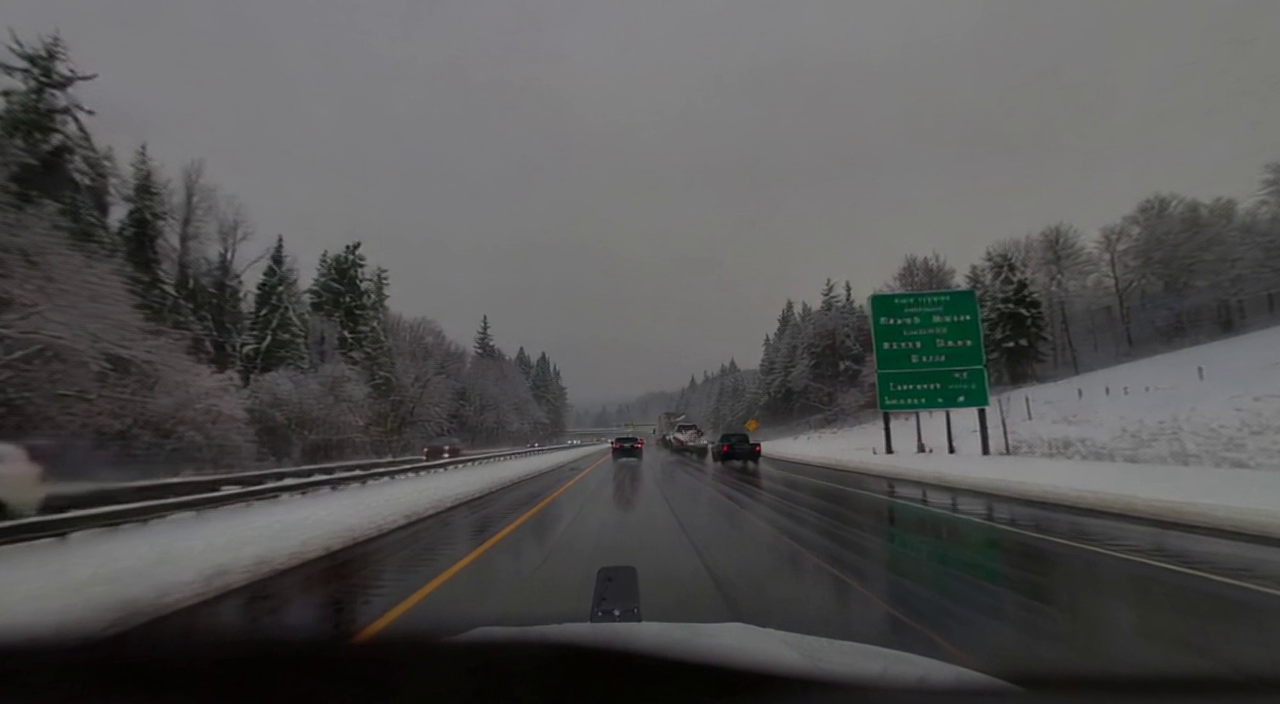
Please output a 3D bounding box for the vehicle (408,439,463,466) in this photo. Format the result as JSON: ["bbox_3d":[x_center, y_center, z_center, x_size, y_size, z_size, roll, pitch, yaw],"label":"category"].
[{"bbox_3d":[-13.957,6.876,43.424,2.227,1.701,4.779,0,-8,0],"label":"vehicle"}]

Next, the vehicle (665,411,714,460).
[{"bbox_3d":[3.297,5.764,43.657,2.728,3.053,7.708,0,-8,0],"label":"vehicle"}]

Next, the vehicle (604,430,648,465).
[{"bbox_3d":[-0.725,4.992,33.184,2.206,1.681,4.111,0,-8,-1],"label":"vehicle"}]

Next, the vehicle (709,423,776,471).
[{"bbox_3d":[4.310,4.054,27.208,2.073,1.905,4.023,0,-8,-3],"label":"vehicle"}]
